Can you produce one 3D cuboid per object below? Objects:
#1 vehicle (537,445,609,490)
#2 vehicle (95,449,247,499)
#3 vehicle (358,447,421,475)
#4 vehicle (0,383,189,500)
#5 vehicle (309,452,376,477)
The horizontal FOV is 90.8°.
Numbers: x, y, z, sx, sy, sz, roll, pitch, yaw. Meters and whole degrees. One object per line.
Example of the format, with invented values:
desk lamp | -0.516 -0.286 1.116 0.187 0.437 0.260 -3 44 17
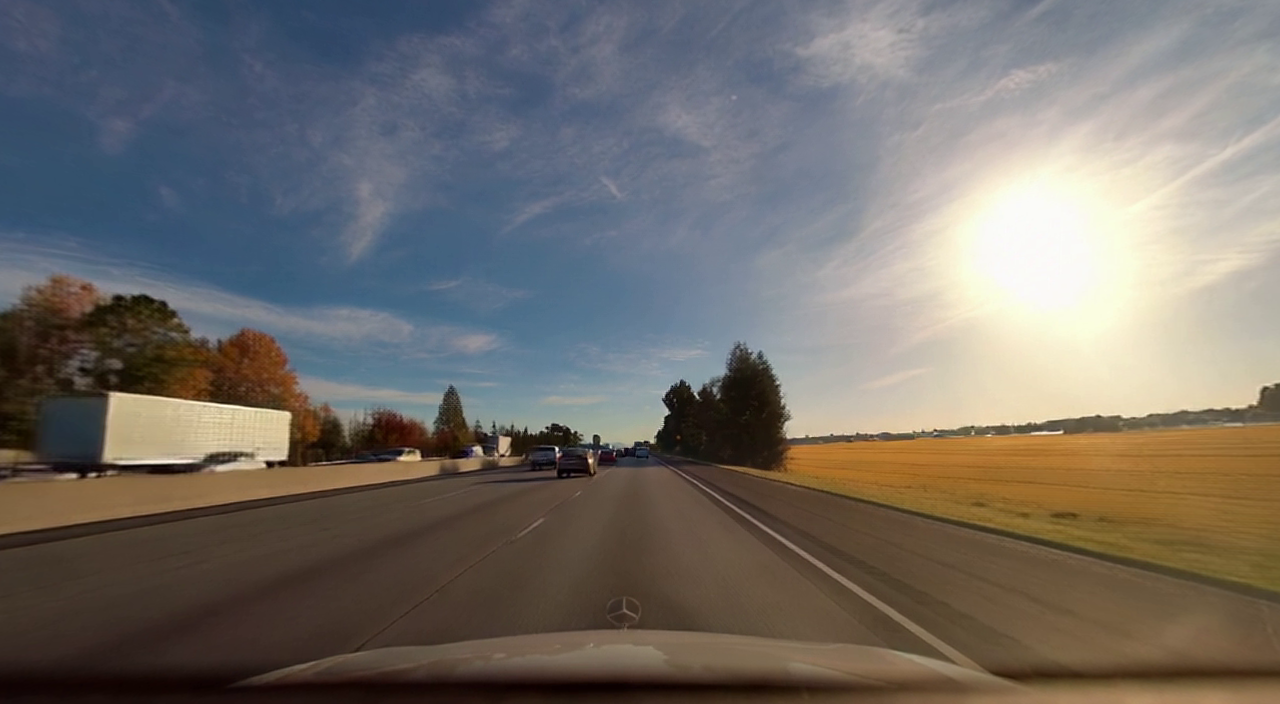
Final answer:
vehicle | -2.384 4.250 23.582 2.110 1.500 4.259 -1 -9 2
vehicle | -15.610 4.034 21.332 1.904 1.501 4.158 0 -9 0
vehicle | -15.460 6.745 39.255 1.996 1.562 4.705 0 -9 0
vehicle | -22.924 3.734 26.164 3.289 4.194 6.586 0 -9 0
vehicle | -19.195 7.243 40.930 2.277 1.479 4.248 0 -9 0
